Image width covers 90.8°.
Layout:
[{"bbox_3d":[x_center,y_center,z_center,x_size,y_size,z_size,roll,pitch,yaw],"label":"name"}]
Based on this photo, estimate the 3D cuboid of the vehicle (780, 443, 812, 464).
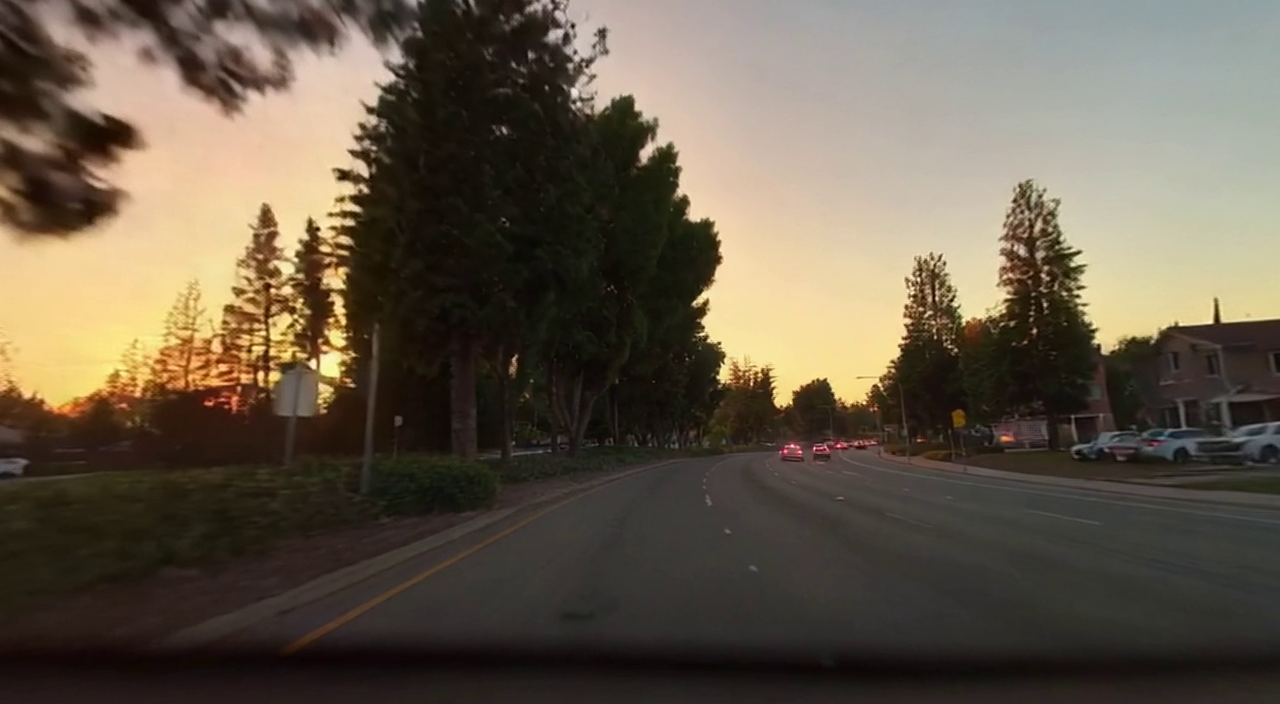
[{"bbox_3d":[11.777,7.670,47.916,1.988,1.460,3.996,-2,-9,9],"label":"vehicle"}]
